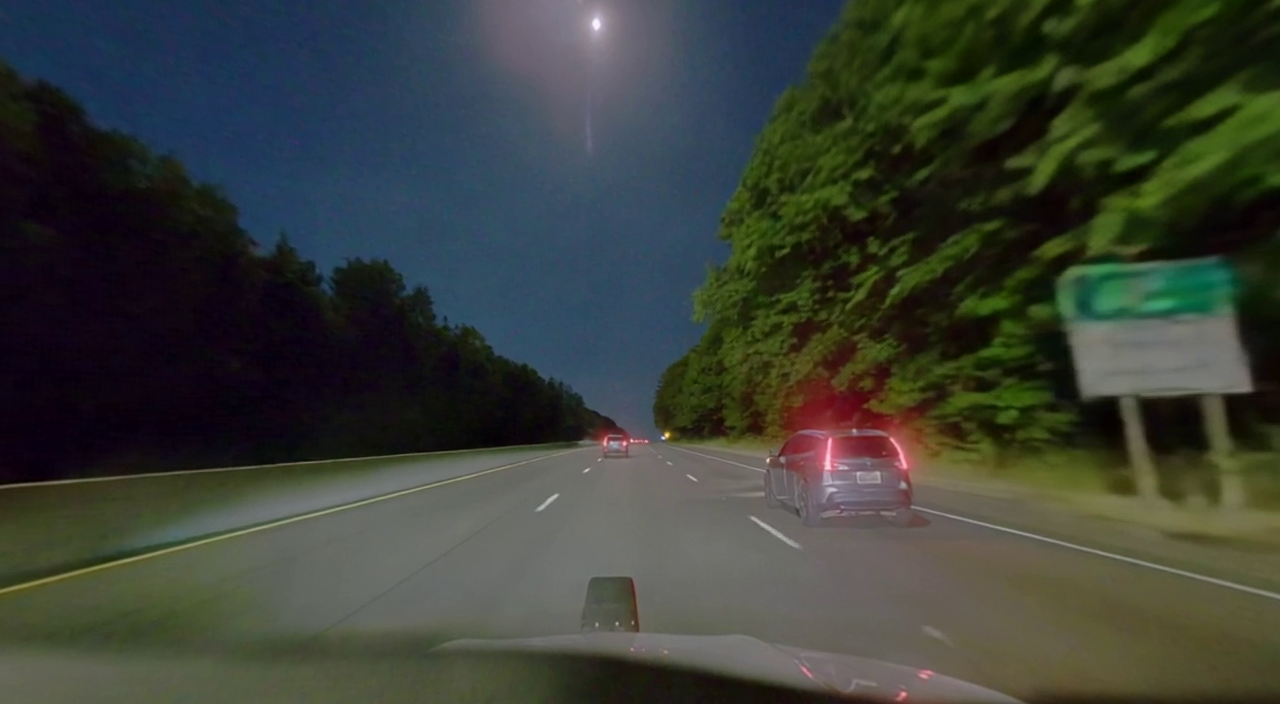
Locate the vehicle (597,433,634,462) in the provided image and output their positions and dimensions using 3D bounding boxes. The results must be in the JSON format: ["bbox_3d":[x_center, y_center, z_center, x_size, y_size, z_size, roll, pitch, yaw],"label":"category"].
[{"bbox_3d":[-1.409,5.816,38.555,2.094,1.653,4.283,0,-8,0],"label":"vehicle"}]
